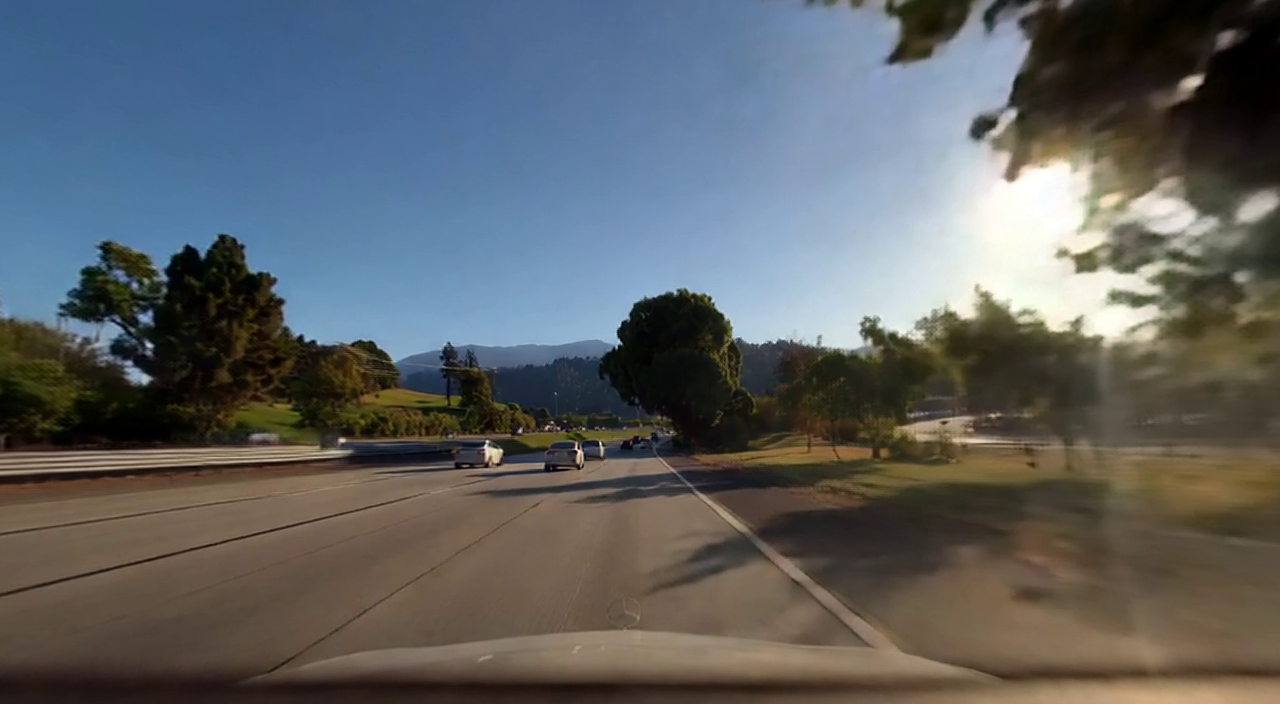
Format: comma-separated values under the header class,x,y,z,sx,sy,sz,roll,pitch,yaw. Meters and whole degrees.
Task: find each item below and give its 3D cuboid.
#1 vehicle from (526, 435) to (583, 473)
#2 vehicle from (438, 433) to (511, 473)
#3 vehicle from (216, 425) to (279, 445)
class,x,y,z,sx,sy,sz,roll,pitch,yaw
vehicle,-4.039,4.898,30.544,2.035,1.673,4.469,0,-8,2
vehicle,-7.603,4.717,29.478,2.108,1.686,4.556,0,-8,1
vehicle,-30.027,6.414,48.342,2.019,1.484,4.332,0,-8,1
